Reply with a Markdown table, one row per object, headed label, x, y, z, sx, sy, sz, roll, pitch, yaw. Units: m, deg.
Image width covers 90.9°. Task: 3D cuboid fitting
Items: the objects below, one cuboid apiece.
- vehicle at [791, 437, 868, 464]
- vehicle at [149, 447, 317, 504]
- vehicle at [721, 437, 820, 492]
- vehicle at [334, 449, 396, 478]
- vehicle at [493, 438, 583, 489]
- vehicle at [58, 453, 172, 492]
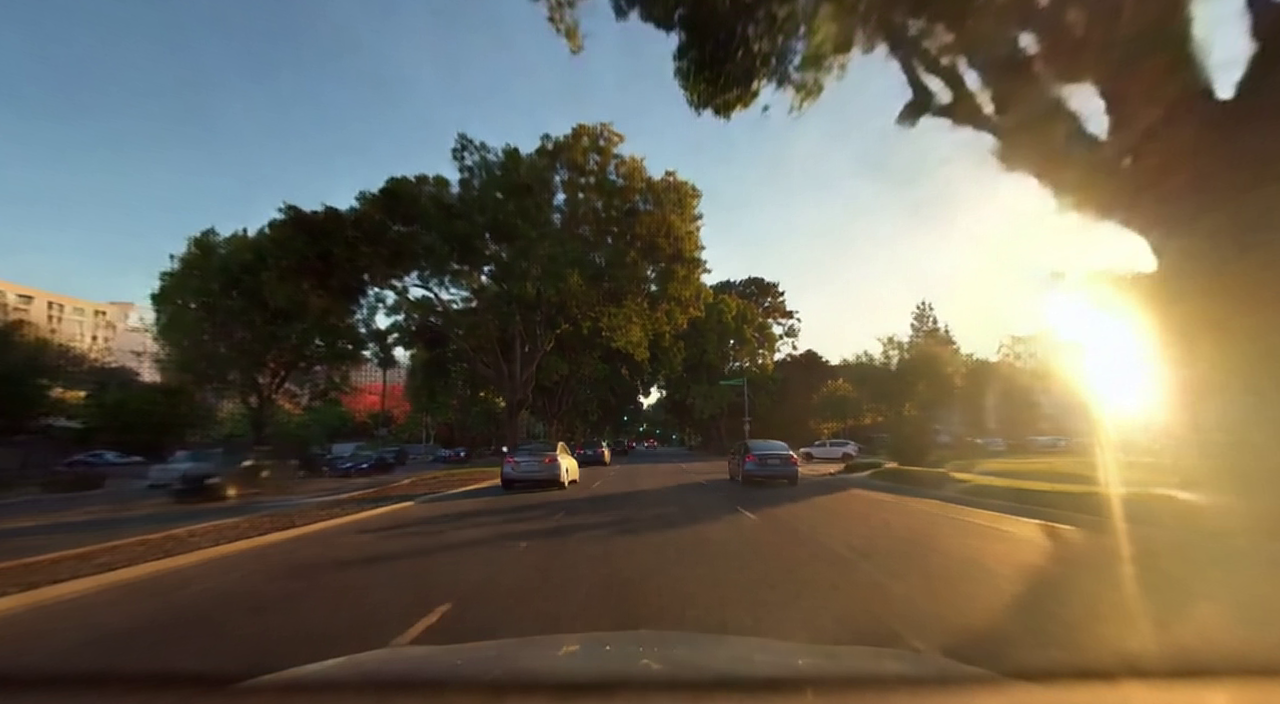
| label | x | y | z | sx | sy | sz | roll | pitch | yaw |
| --- | --- | --- | --- | --- | --- | --- | --- | --- | --- |
| vehicle | 12.581 | 6.539 | 42.097 | 4.717 | 1.733 | 1.994 | -2 | -8 | 10 |
| vehicle | -12.324 | 3.720 | 19.579 | 2.000 | 1.504 | 4.720 | 0 | -8 | 1 |
| vehicle | 3.834 | 3.367 | 19.375 | 2.010 | 1.486 | 4.498 | 0 | -8 | -1 |
| vehicle | -15.837 | 6.426 | 36.475 | 1.804 | 1.502 | 3.839 | 0 | -8 | 1 |
| vehicle | -3.156 | 3.542 | 20.465 | 2.053 | 1.480 | 4.381 | 0 | -8 | 2 |
| vehicle | -26.894 | 6.143 | 32.544 | 1.928 | 1.764 | 4.599 | 0 | -8 | -1 |
